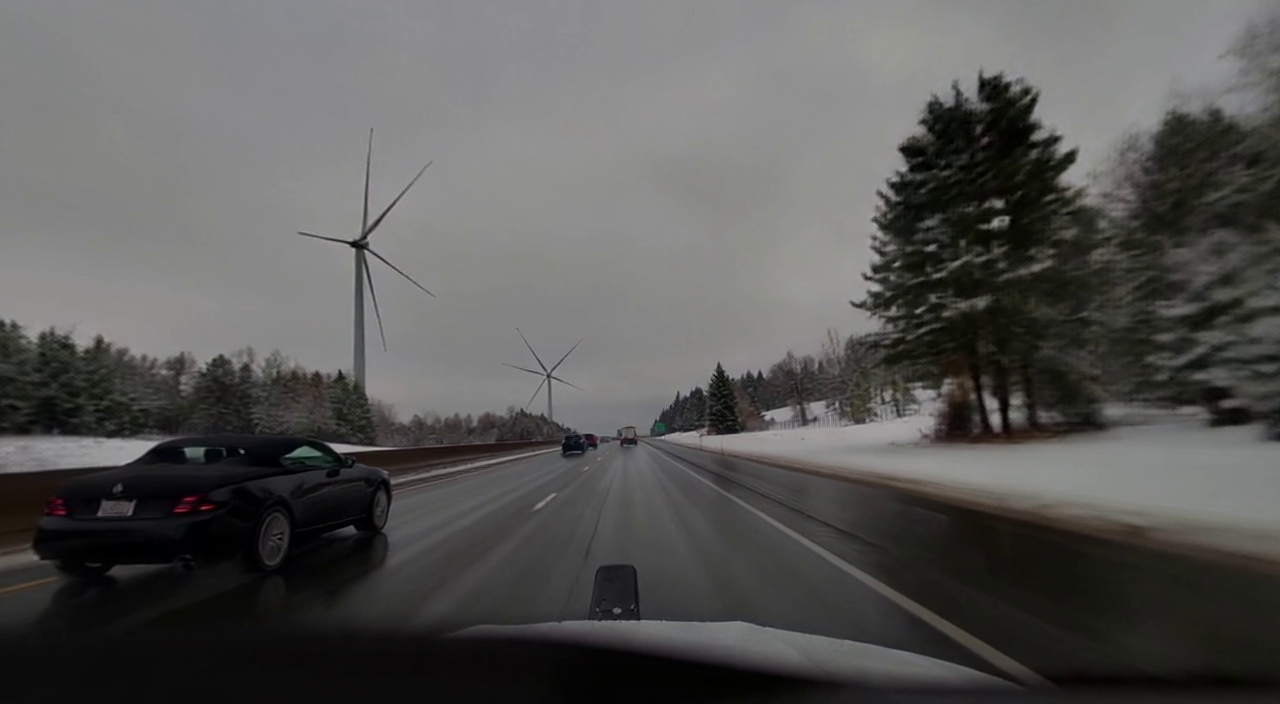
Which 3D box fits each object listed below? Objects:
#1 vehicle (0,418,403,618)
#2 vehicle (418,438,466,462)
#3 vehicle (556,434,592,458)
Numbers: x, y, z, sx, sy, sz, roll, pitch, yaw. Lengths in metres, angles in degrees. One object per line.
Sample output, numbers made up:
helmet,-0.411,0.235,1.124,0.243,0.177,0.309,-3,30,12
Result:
vehicle,-4.266,1.475,6.664,1.969,1.413,4.194,0,-8,-1
vehicle,-12.848,6.354,41.188,1.832,1.478,4.282,0,-8,-1
vehicle,-4.209,6.040,40.734,2.024,1.456,3.754,0,-8,-1
